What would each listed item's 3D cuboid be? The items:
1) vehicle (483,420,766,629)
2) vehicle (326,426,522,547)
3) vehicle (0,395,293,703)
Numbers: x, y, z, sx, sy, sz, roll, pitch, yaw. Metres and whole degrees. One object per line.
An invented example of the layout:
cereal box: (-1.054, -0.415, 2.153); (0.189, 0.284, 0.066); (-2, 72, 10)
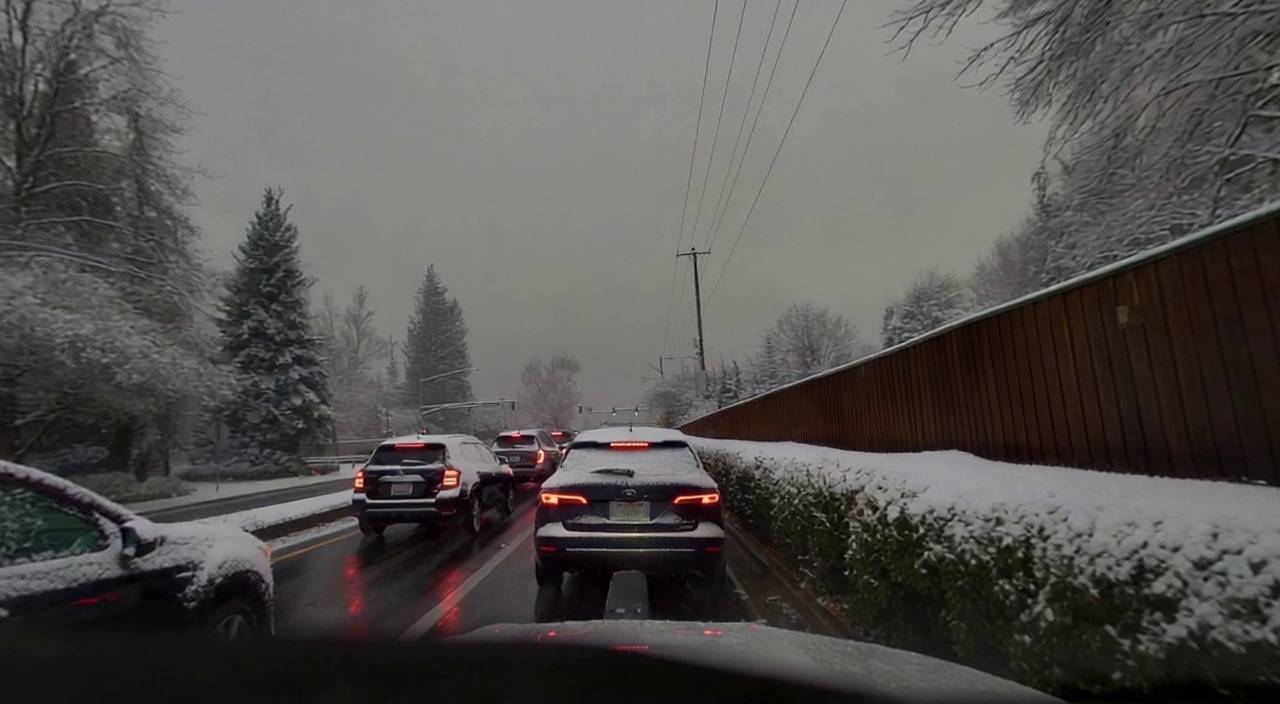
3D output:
vehicle: (-0.139, 1.507, 6.445); (1.995, 1.460, 3.865); (0, -8, -1)
vehicle: (-3.225, 2.062, 10.255); (1.850, 1.582, 3.688); (0, -8, 0)
vehicle: (-3.180, 0.829, 1.572); (1.980, 1.520, 4.636); (0, -8, 0)
